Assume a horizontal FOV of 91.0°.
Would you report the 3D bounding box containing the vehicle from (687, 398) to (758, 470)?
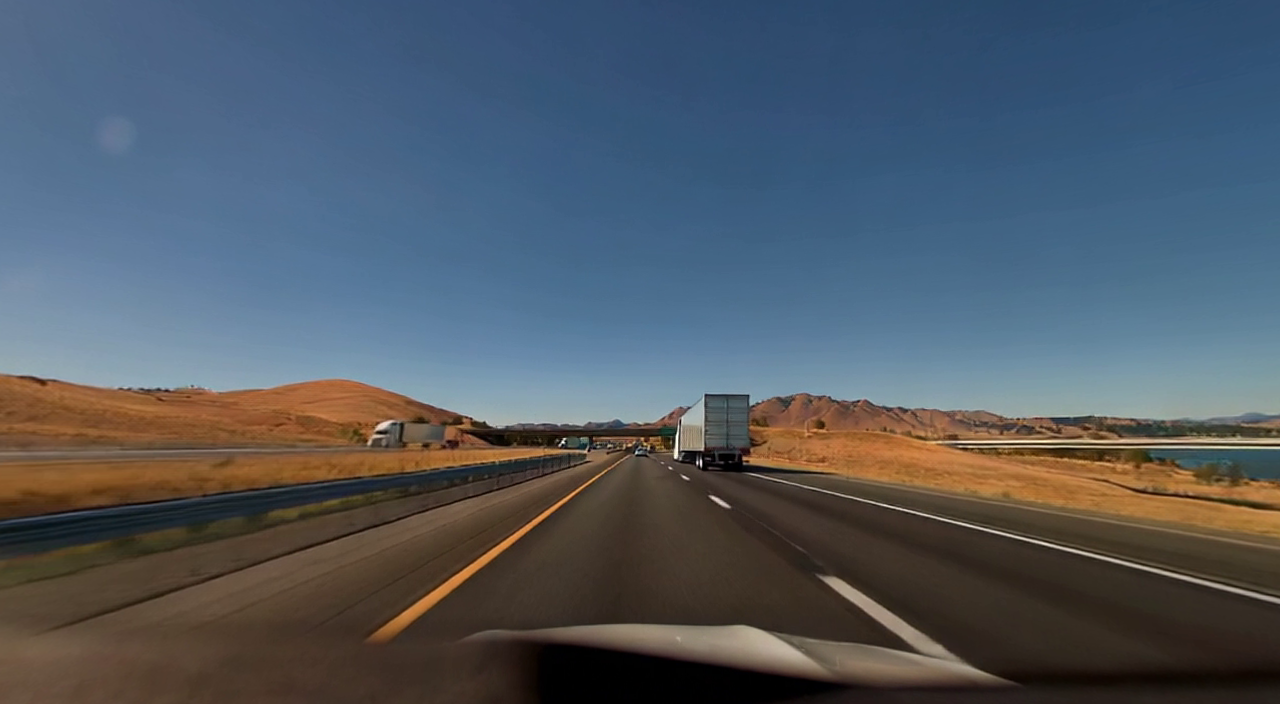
[{"bbox_3d":[5.150,5.632,42.178,3.035,4.005,13.454,0,-9,0],"label":"vehicle"}]
